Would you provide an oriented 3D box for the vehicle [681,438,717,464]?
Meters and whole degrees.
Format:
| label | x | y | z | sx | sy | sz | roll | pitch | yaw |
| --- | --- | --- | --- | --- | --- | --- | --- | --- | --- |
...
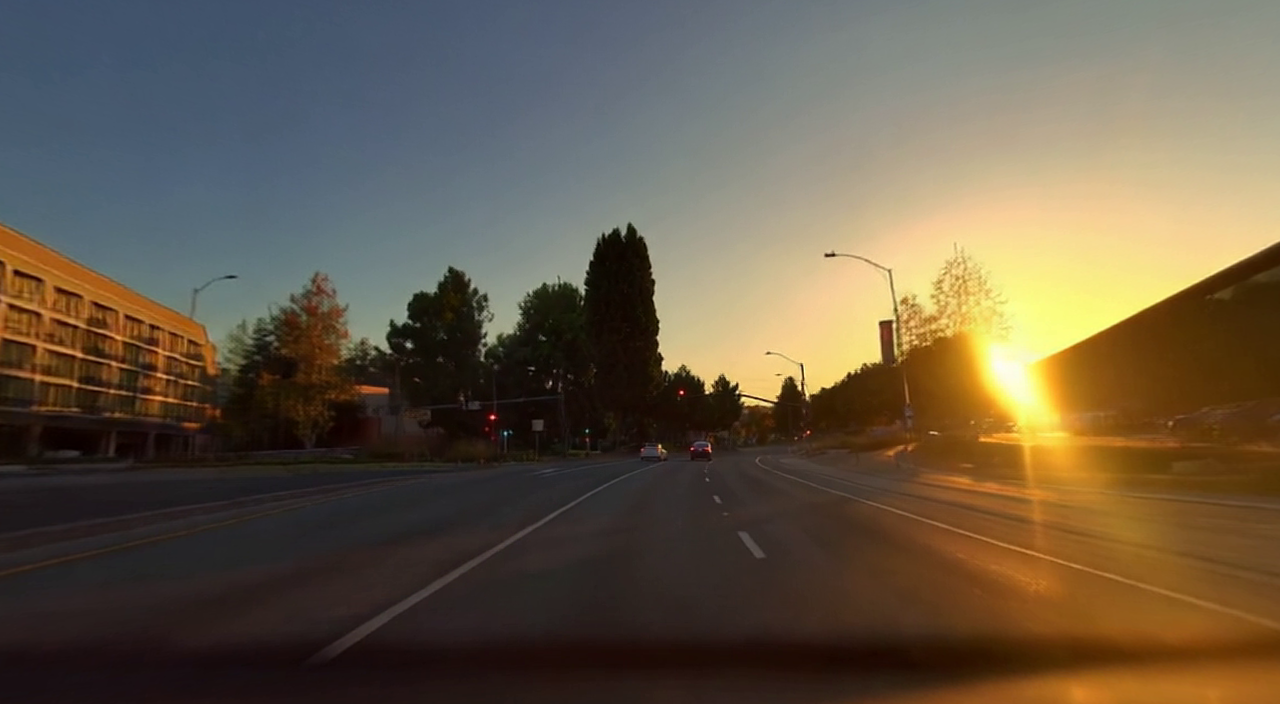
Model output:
| label | x | y | z | sx | sy | sz | roll | pitch | yaw |
| --- | --- | --- | --- | --- | --- | --- | --- | --- | --- |
| vehicle | 4.619 | 7.608 | 48.671 | 2.356 | 1.931 | 4.840 | -2 | -9 | 9 |
